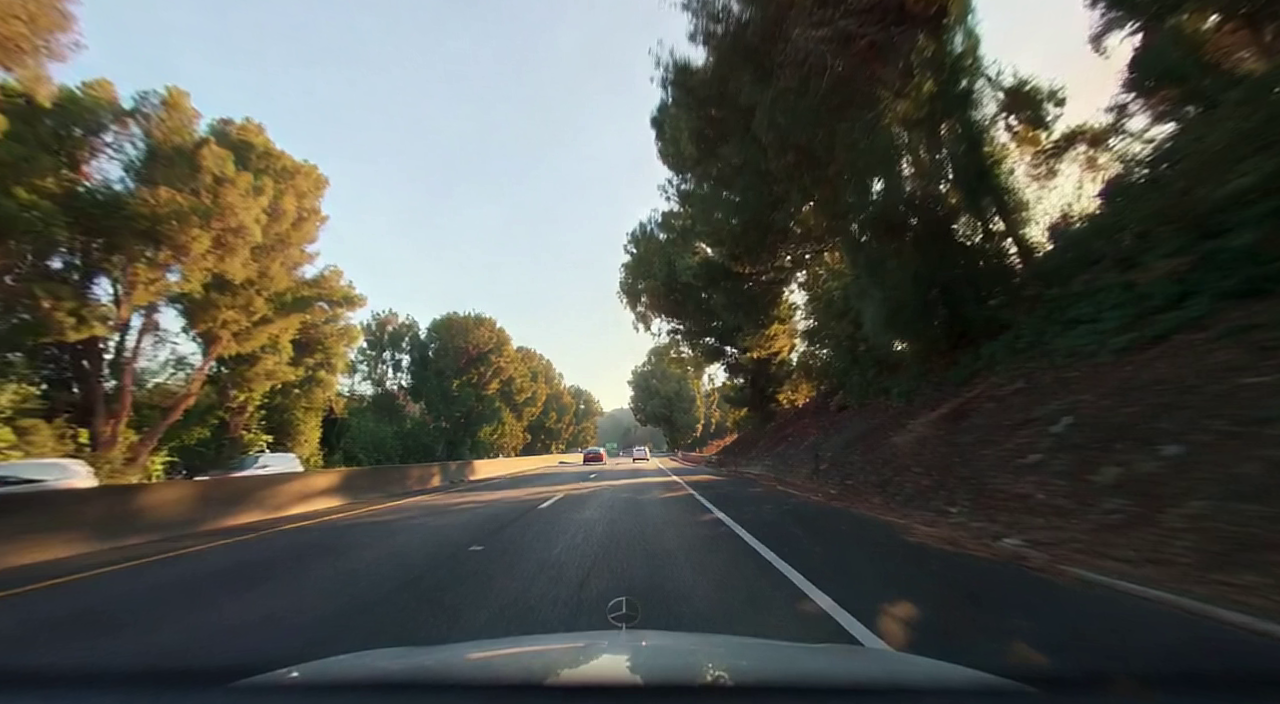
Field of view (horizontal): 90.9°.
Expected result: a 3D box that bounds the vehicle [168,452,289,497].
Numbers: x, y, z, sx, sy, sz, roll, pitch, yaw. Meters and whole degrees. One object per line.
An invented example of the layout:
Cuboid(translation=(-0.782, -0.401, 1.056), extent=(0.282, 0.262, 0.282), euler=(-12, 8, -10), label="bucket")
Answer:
Cuboid(translation=(-16.870, 5.013, 26.161), extent=(1.995, 1.662, 4.464), euler=(0, -9, 0), label="vehicle")

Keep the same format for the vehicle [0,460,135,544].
Cuboid(translation=(-12.835, 2.935, 12.493), extent=(1.943, 1.477, 4.441), euler=(0, -9, 0), label="vehicle")
